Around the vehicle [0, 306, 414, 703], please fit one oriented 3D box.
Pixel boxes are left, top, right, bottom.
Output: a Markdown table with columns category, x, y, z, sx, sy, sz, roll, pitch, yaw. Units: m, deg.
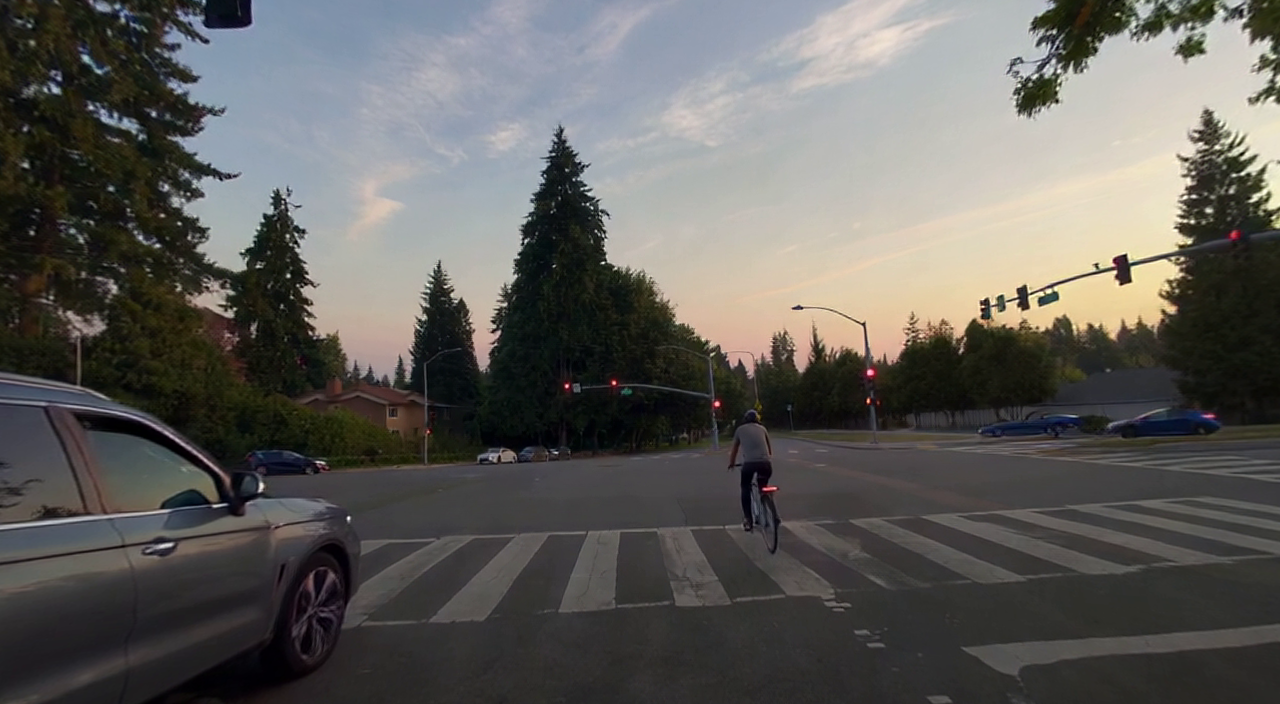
| category | x | y | z | sx | sy | sz | roll | pitch | yaw |
| --- | --- | --- | --- | --- | --- | --- | --- | --- | --- |
| vehicle | -2.951 | 0.907 | 2.976 | 2.049 | 1.756 | 4.602 | 0 | -8 | 0 |

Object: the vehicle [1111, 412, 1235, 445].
| category | x | y | z | sx | sy | sz | roll | pitch | yaw |
| --- | --- | --- | --- | --- | --- | --- | --- | --- | --- |
| vehicle | 25.740 | 3.749 | 30.476 | 4.716 | 1.507 | 1.904 | 2 | -9 | -11 |

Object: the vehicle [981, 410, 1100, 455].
| category | x | y | z | sx | sy | sz | roll | pitch | yaw |
| --- | --- | --- | --- | --- | --- | --- | --- | --- | --- |
| vehicle | 18.579 | 3.754 | 29.362 | 4.237 | 1.948 | 1.997 | 0 | -9 | -9 |
